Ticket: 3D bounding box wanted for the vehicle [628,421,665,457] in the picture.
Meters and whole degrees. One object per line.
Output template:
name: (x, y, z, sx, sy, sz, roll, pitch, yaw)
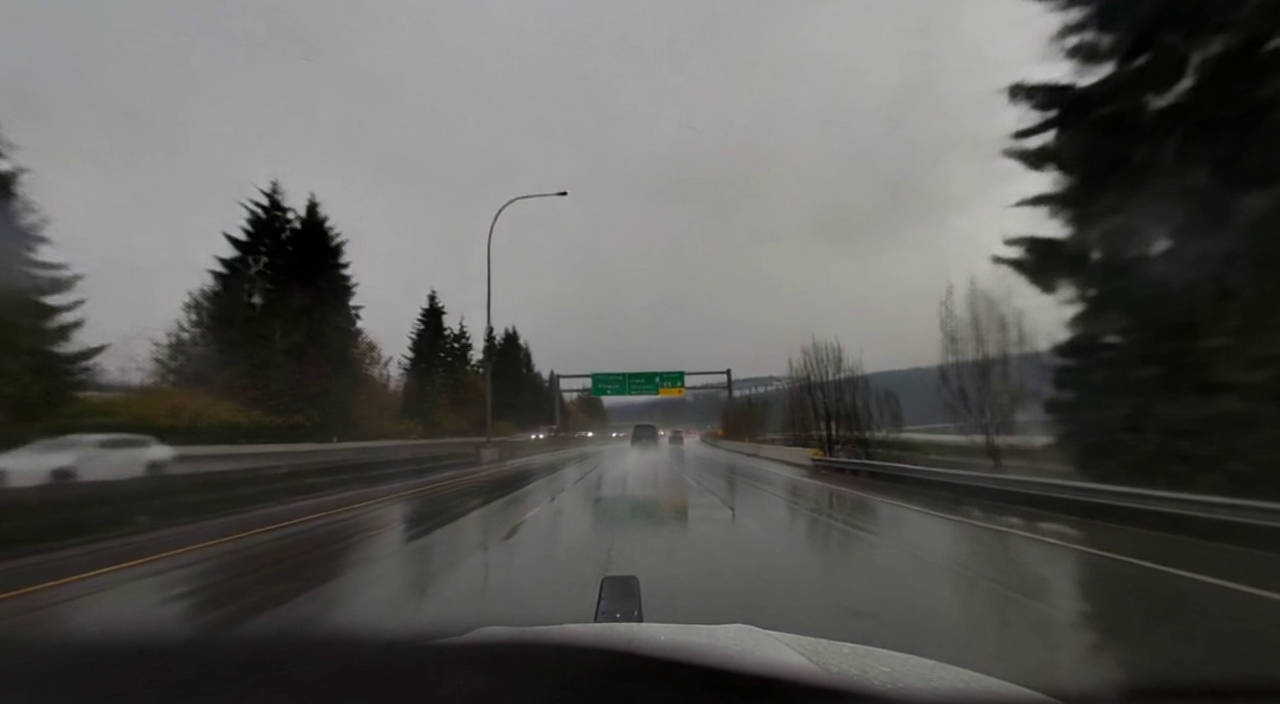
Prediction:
vehicle: (0.441, 6.109, 44.161, 2.450, 2.314, 4.753, 0, -8, 0)
